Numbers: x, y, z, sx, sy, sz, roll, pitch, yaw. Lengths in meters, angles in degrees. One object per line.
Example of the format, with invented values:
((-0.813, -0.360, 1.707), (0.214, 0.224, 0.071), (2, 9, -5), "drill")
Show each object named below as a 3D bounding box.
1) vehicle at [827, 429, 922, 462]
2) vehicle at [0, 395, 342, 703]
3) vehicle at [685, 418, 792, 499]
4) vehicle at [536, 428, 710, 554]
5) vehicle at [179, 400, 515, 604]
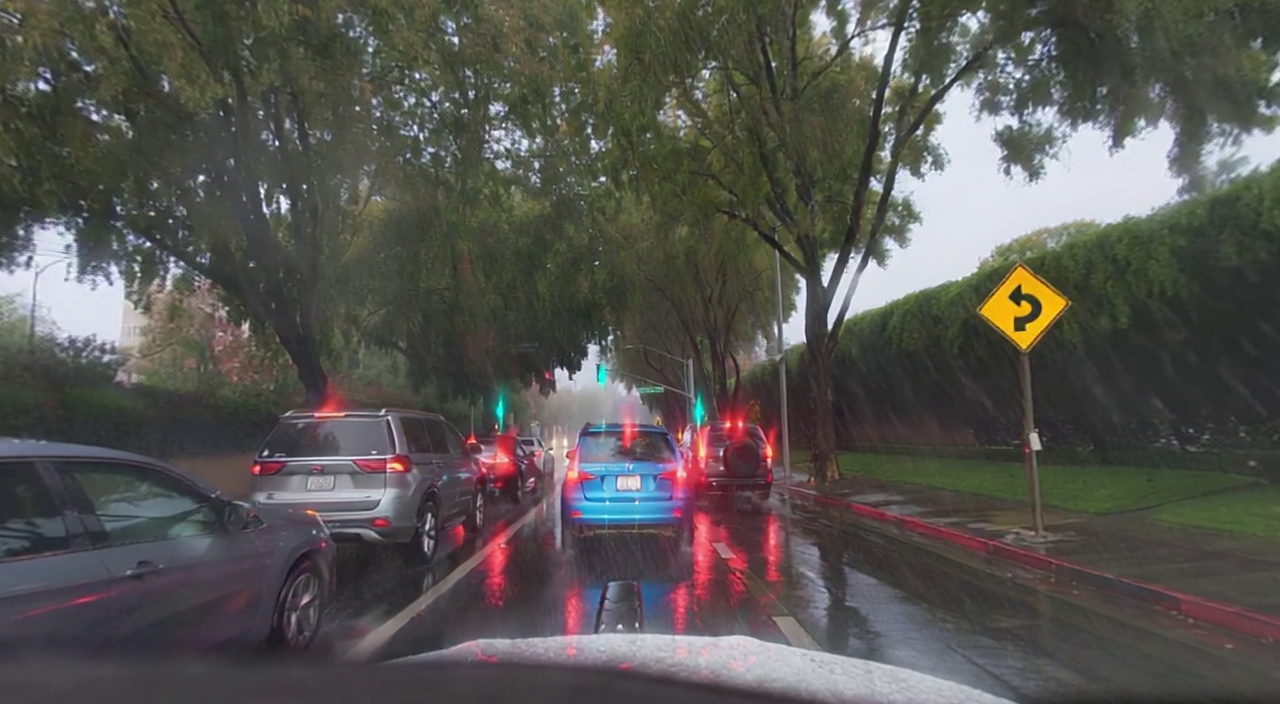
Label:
((11.371, 4.560, 30.693), (3.883, 1.534, 1.779), (0, -8, 2), "vehicle")
((-2.932, 0.840, 1.627), (1.974, 1.484, 4.716), (0, -8, 1), "vehicle")
((2.446, 2.807, 16.874), (2.059, 1.864, 4.541), (0, -8, -1), "vehicle")
((-0.251, 1.917, 9.337), (2.025, 1.453, 3.848), (0, -8, -2), "vehicle")
((-2.895, 1.574, 7.449), (1.964, 1.712, 4.097), (0, -8, 0), "vehicle")
